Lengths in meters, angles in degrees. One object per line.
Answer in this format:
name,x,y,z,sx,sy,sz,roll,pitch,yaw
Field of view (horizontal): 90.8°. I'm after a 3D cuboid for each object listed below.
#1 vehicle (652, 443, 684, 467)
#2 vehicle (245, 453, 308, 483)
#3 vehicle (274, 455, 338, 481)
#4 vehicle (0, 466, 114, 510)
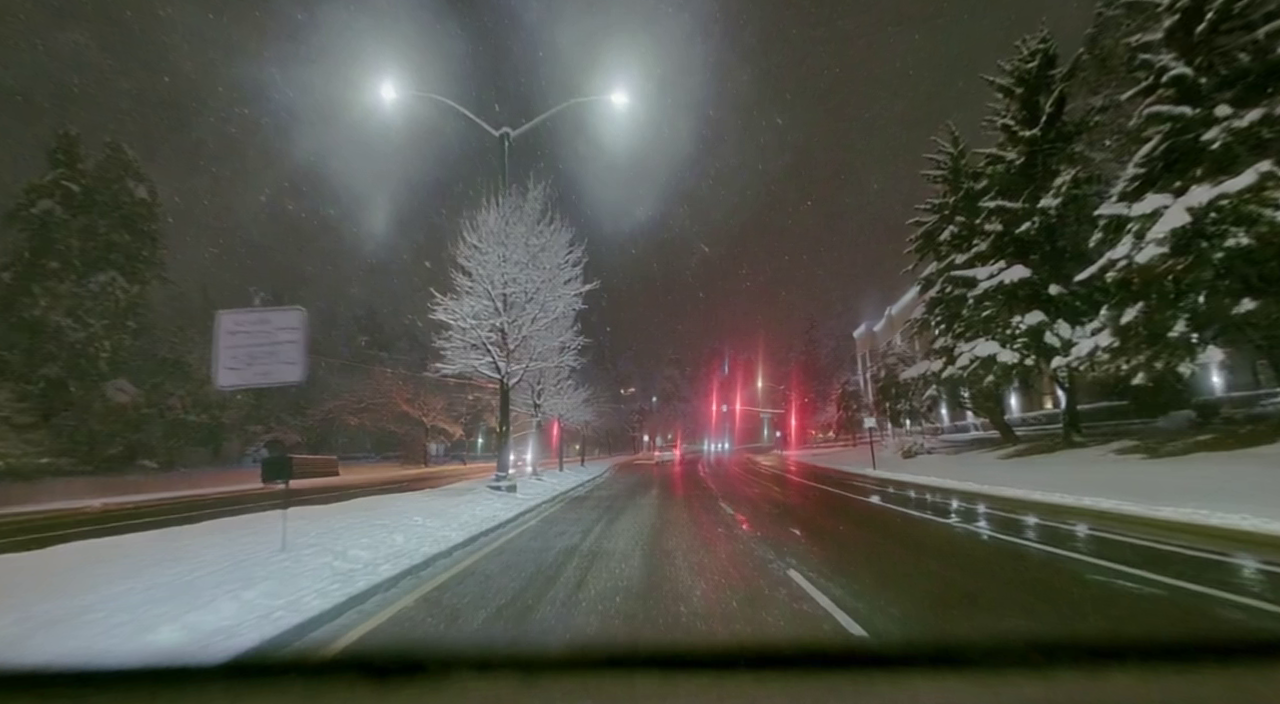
vehicle,2.010,7.206,44.383,2.037,1.568,3.693,-1,-9,5
vehicle,-26.485,8.468,46.239,1.961,1.865,4.266,-5,-8,3
vehicle,-23.796,8.280,45.258,1.956,1.637,4.323,-1,-9,5
vehicle,-25.295,5.726,26.855,1.849,1.438,4.725,-3,-8,0
